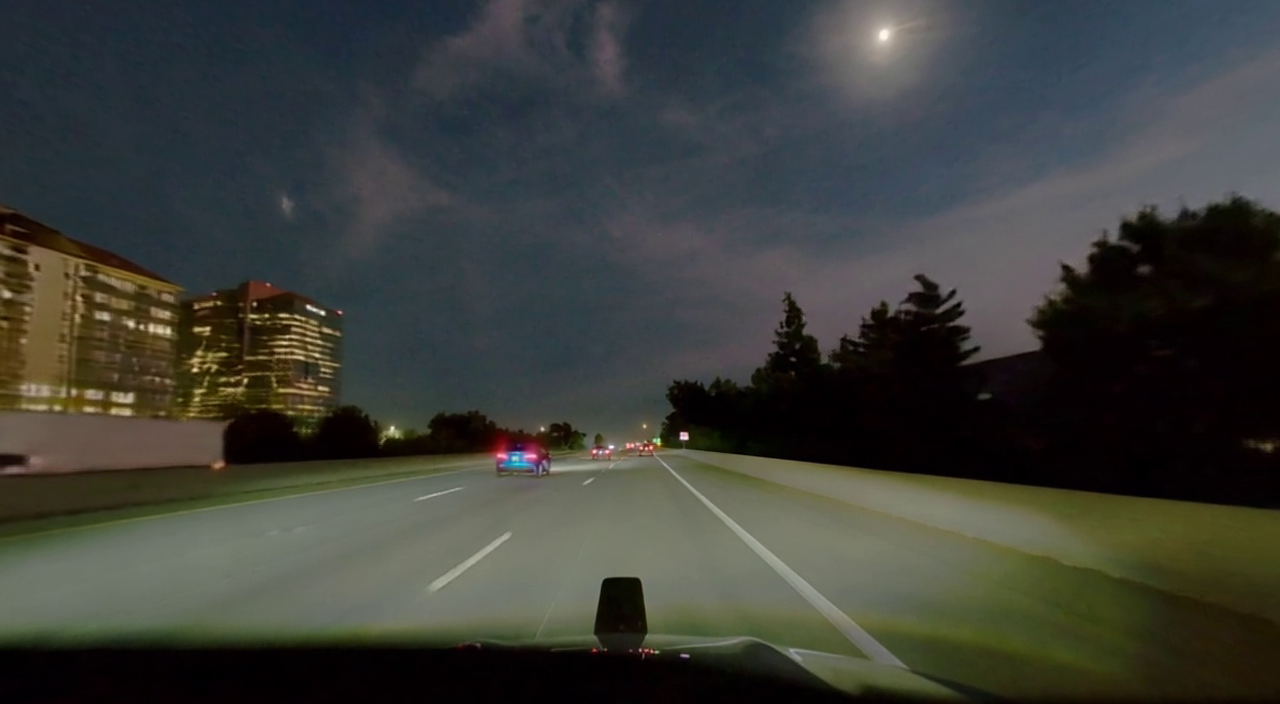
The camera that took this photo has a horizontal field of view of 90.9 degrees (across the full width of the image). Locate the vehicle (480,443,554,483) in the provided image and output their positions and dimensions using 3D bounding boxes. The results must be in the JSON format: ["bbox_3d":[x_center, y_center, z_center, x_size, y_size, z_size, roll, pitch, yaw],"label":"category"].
[{"bbox_3d":[-4.891,4.454,25.734,2.083,1.471,4.350,0,-8,0],"label":"vehicle"}]

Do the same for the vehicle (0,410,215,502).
[{"bbox_3d":[-25.336,4.654,28.776,2.750,3.392,13.071,0,-8,0],"label":"vehicle"}]
